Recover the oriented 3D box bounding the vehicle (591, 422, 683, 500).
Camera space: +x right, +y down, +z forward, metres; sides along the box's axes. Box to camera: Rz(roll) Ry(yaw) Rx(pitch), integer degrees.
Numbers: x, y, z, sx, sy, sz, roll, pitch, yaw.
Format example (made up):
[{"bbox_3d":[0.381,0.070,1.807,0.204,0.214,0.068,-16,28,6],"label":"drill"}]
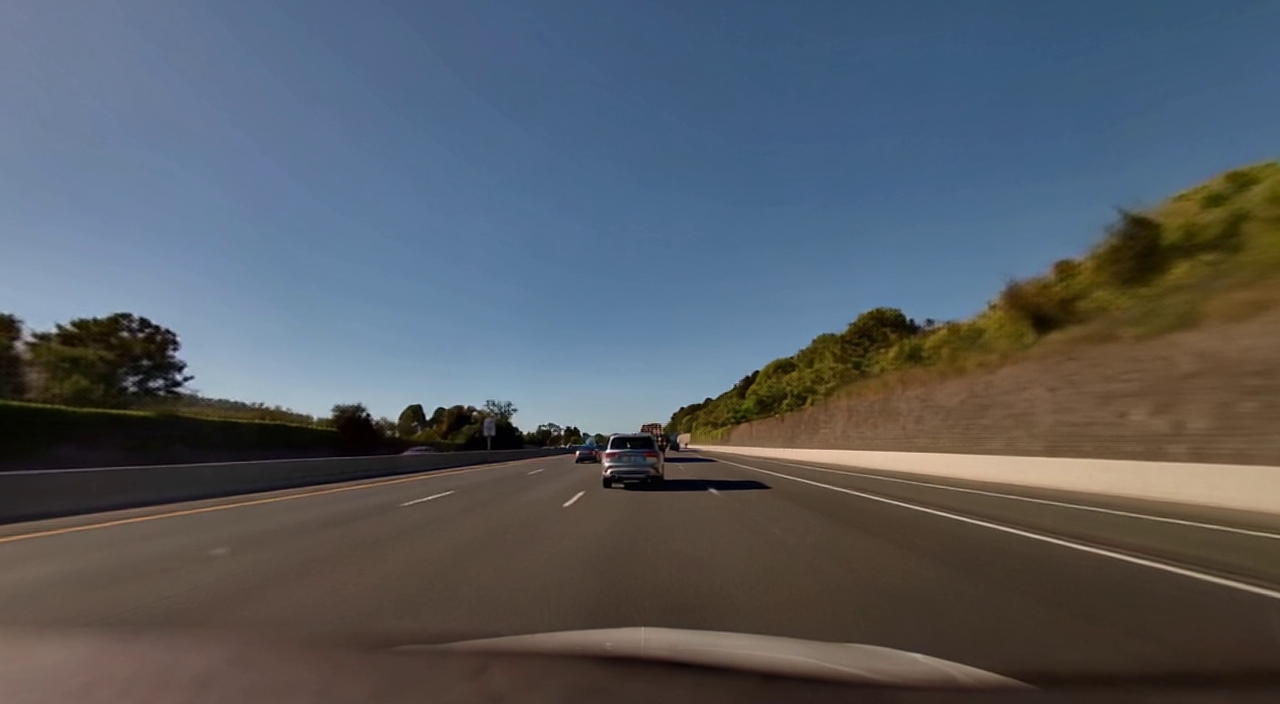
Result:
[{"bbox_3d":[-0.038,2.851,16.837,2.114,1.787,4.365,0,-8,1],"label":"vehicle"}]
